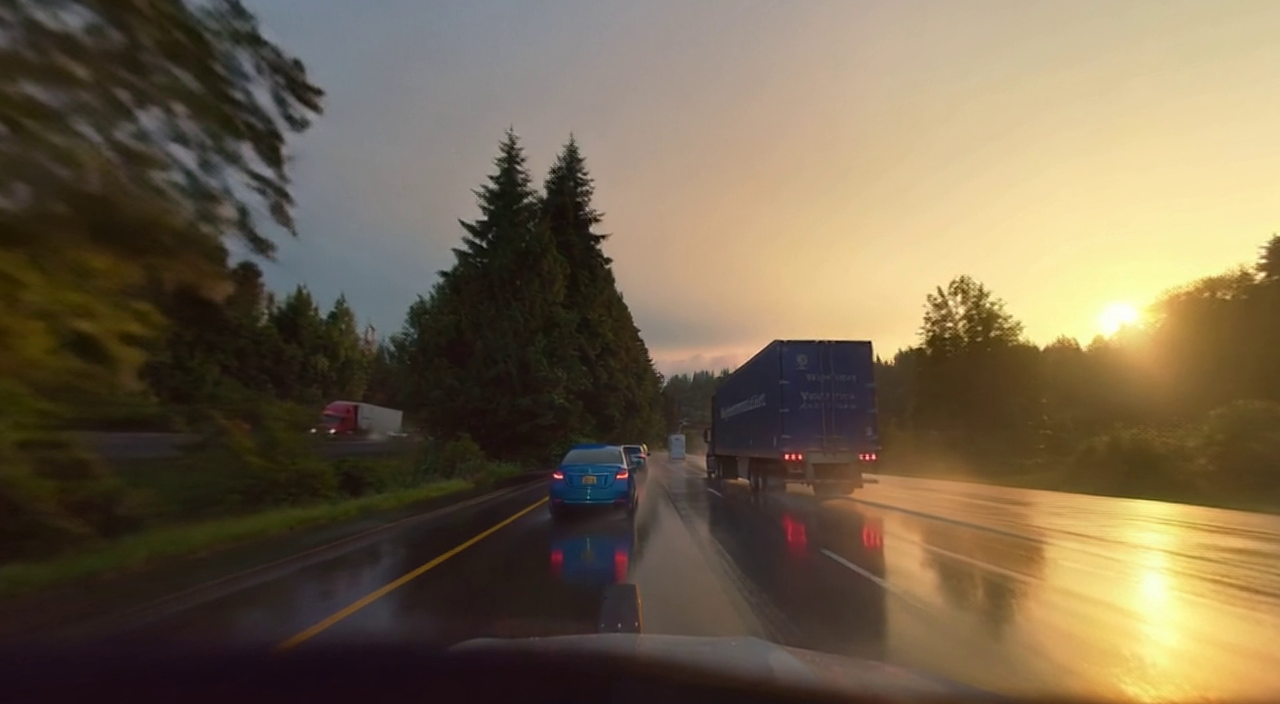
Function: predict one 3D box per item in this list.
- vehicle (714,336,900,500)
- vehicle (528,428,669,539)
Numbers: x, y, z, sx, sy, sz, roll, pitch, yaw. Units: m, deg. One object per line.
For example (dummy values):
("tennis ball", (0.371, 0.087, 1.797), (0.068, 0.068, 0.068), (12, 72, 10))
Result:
("vehicle", (4.901, 2.667, 22.521), (2.825, 4.043, 14.051), (0, -9, 0))
("vehicle", (-0.604, 2.198, 11.057), (2.038, 1.582, 3.729), (0, -9, 0))
